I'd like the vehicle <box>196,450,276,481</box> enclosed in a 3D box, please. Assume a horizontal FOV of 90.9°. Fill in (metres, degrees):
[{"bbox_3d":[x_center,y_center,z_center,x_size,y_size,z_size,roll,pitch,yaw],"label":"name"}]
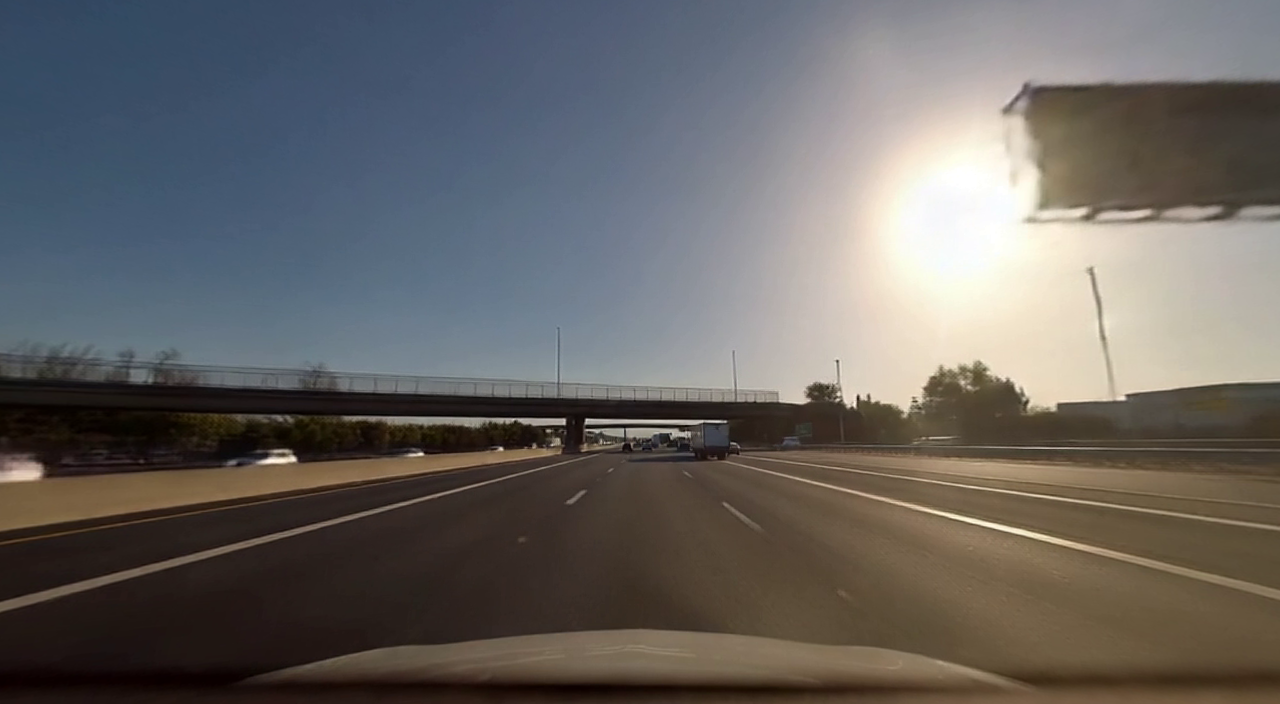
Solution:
[{"bbox_3d":[-27.389,7.659,42.967,2.166,1.899,4.886,0,-8,0],"label":"vehicle"}]
